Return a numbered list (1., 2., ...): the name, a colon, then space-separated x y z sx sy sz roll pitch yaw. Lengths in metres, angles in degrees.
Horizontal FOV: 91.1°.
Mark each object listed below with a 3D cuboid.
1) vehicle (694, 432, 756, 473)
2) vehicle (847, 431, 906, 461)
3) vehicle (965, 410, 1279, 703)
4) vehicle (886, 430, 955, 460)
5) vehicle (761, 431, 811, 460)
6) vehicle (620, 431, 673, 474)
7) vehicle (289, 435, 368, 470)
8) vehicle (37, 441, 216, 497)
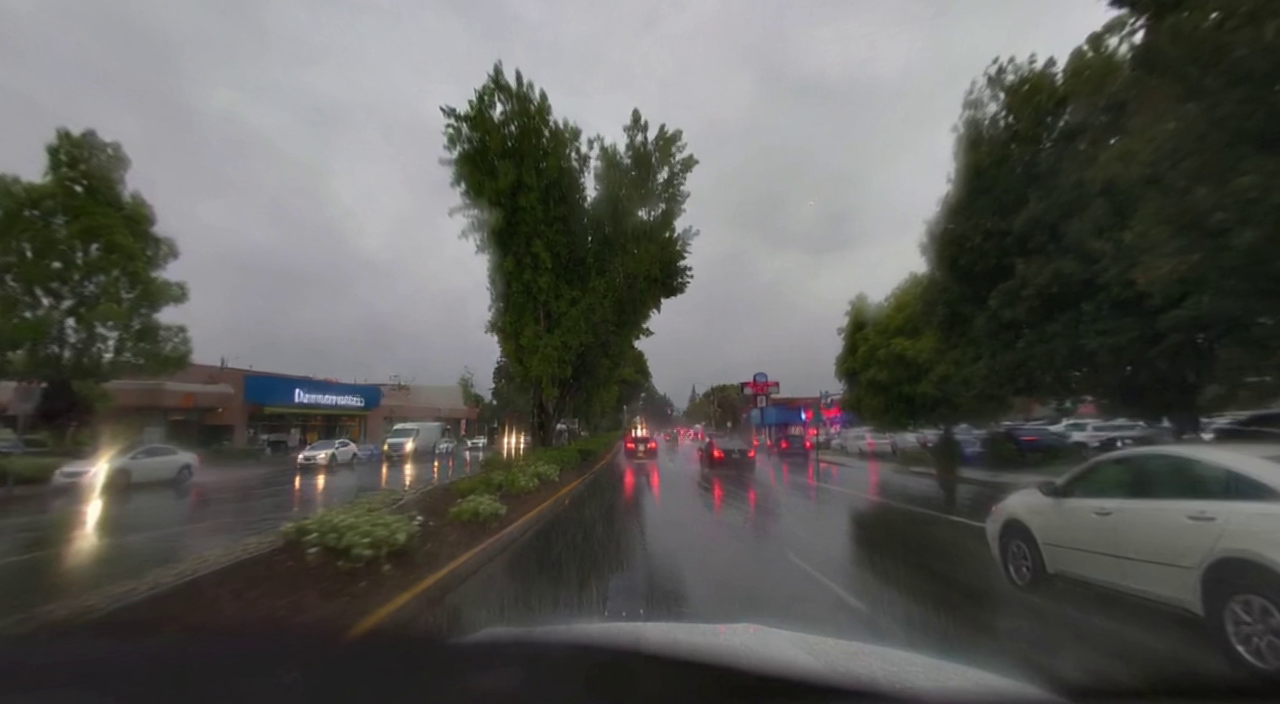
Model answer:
1. vehicle: 3.663 4.435 27.932 2.115 1.692 4.189 0 -8 -1
2. vehicle: 15.304 6.111 40.970 2.012 1.817 4.970 0 -8 1
3. vehicle: 3.816 1.052 3.180 1.908 1.463 4.506 0 -8 0
4. vehicle: 17.927 5.981 40.477 1.972 1.774 5.319 0 -8 0
5. vehicle: 10.491 6.771 45.695 2.318 1.974 5.282 0 -8 -1
6. vehicle: 0.268 4.210 26.443 2.098 1.682 3.778 0 -8 1
7. vehicle: -19.078 6.179 38.775 2.286 1.968 5.350 0 -8 -2
8. vehicle: -18.985 4.288 23.699 1.959 1.836 5.490 0 -8 2
